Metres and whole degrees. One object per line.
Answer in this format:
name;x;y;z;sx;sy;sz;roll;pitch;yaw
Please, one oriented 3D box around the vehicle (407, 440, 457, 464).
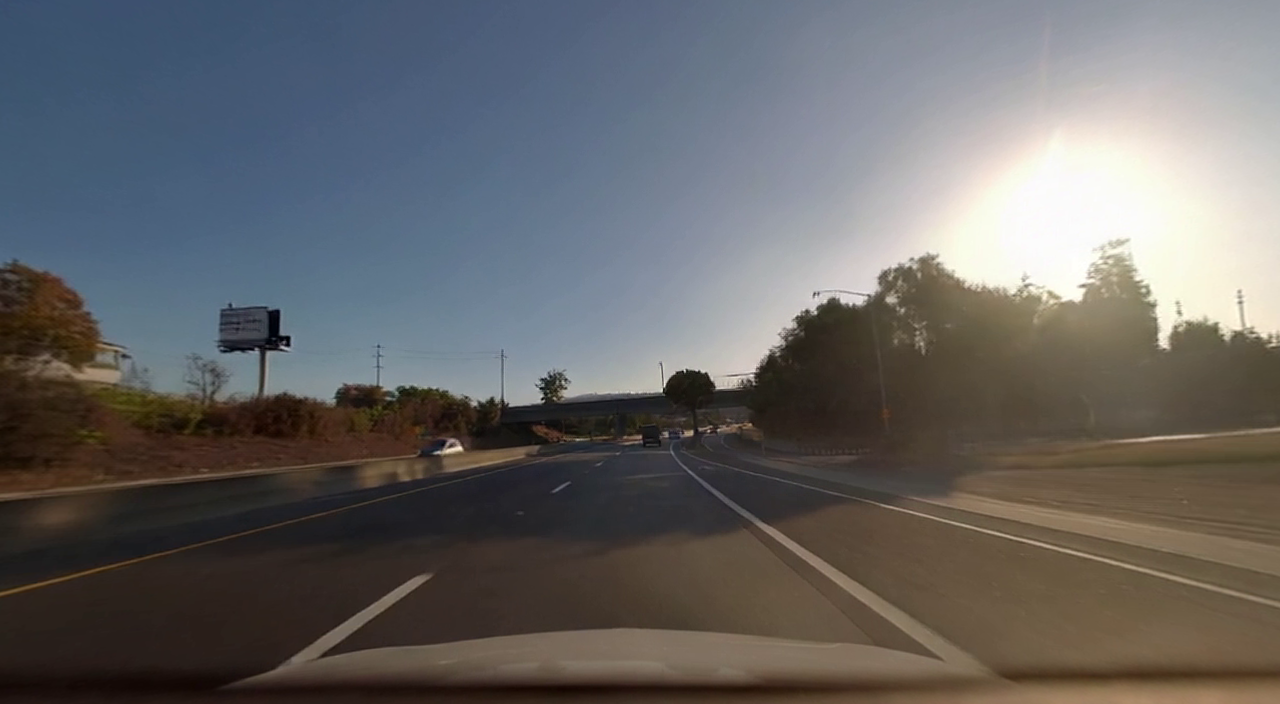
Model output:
vehicle;-13.573;6.528;41.232;1.815;1.480;4.254;0;-8;0
